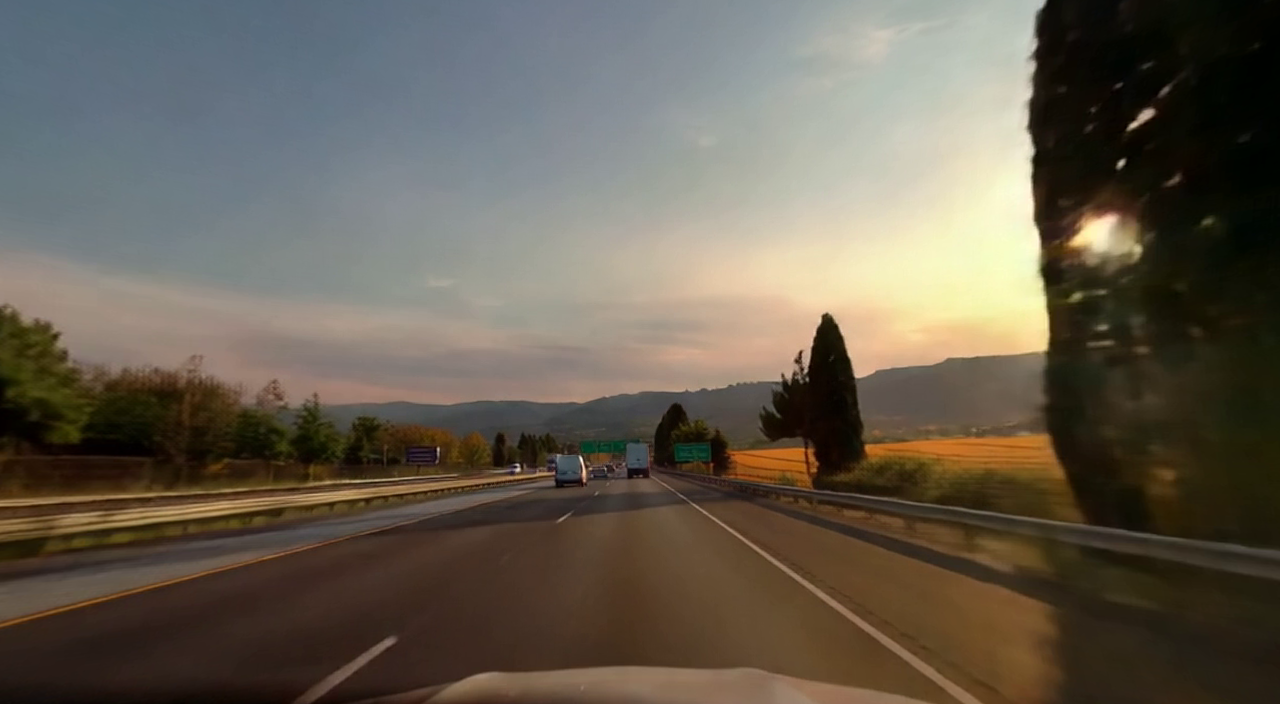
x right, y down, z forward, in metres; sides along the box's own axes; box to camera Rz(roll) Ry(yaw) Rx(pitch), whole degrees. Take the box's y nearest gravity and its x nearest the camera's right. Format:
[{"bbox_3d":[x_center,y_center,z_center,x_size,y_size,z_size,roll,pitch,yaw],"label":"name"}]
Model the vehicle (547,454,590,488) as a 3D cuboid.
[{"bbox_3d":[-4.446,7.543,40.072,2.208,1.973,4.716,1,-10,0],"label":"vehicle"}]
